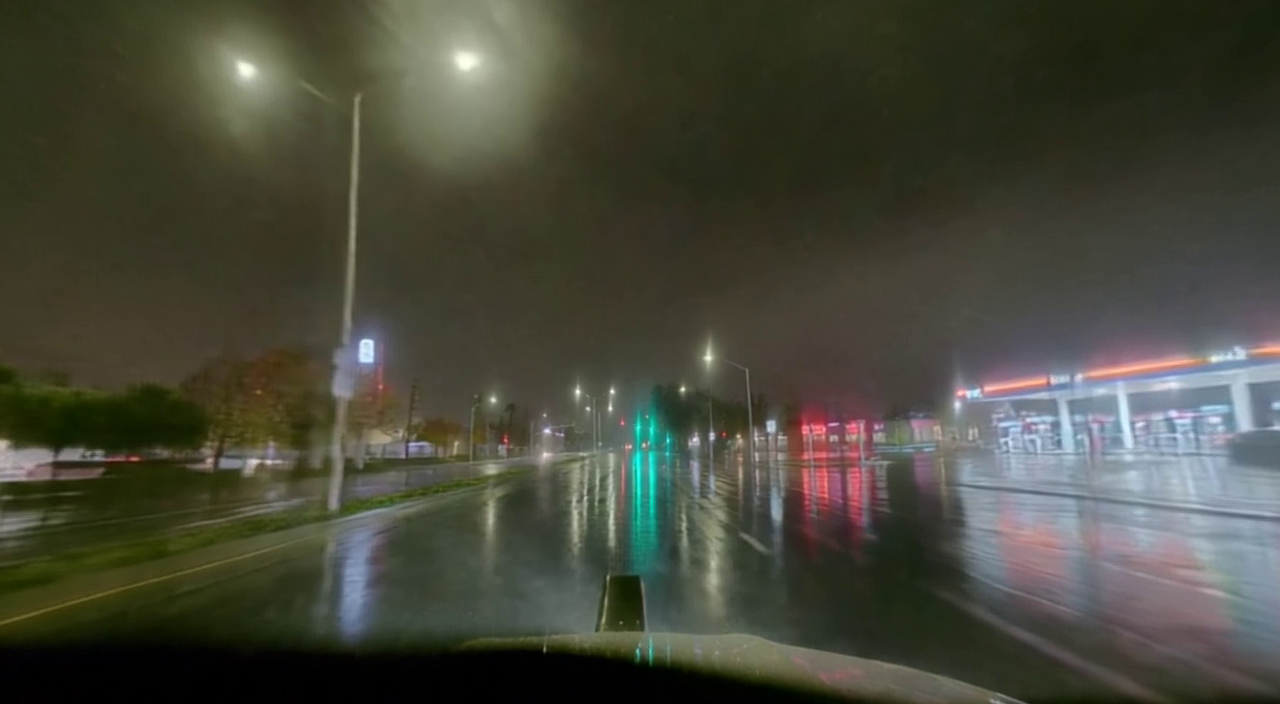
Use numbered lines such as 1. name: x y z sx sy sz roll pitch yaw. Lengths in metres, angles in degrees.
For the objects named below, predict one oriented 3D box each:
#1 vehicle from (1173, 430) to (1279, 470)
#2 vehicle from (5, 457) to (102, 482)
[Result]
1. vehicle: 23.076 3.710 24.002 1.747 1.371 4.368 -2 -10 -1
2. vehicle: -35.350 7.055 38.122 4.209 1.441 1.793 -1 -9 5
